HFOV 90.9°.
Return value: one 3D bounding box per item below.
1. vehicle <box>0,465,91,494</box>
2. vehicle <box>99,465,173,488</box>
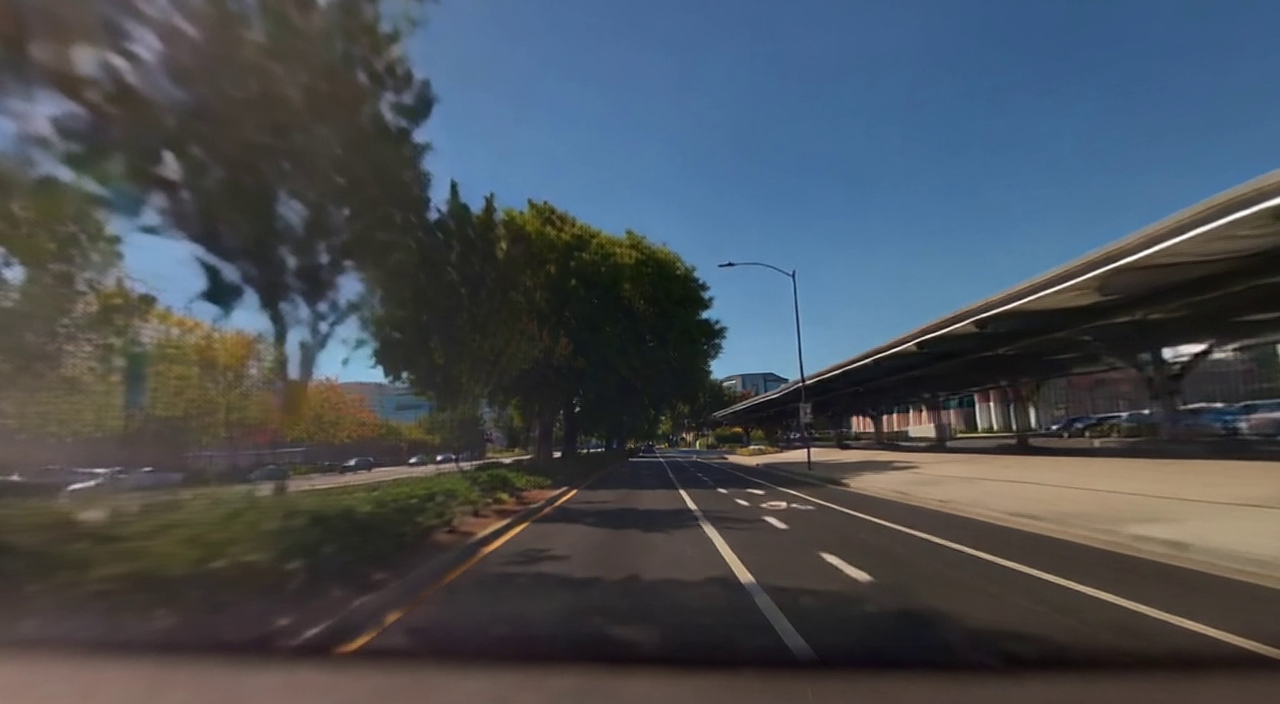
[{"bbox_3d":[-37.539,8.021,39.859,1.819,1.589,4.040,0,-8,1],"label":"vehicle"},{"bbox_3d":[-37.456,9.256,47.005,1.815,1.467,4.436,0,-8,0],"label":"vehicle"}]
